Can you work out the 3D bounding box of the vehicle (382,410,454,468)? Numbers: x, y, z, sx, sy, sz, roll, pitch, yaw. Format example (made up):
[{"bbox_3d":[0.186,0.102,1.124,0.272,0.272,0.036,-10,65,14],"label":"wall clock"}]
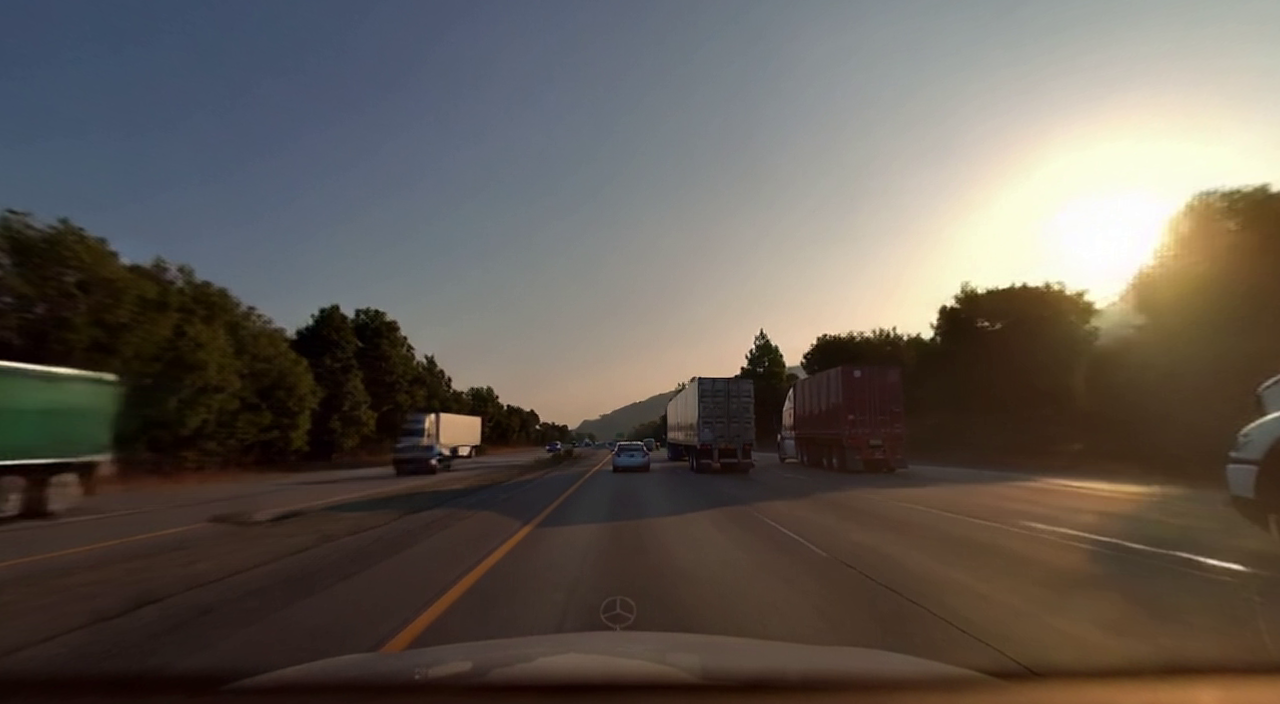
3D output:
[{"bbox_3d":[-17.181,6.835,49.389,3.135,4.207,7.042,0,-8,-1],"label":"vehicle"}]

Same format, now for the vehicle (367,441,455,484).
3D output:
[{"bbox_3d":[-8.686,4.200,24.359,1.867,1.465,4.420,0,-8,-2],"label":"vehicle"}]

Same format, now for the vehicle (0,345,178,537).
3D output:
[{"bbox_3d":[-12.573,1.608,11.335,2.641,3.353,7.768,0,-7,-1],"label":"vehicle"}]

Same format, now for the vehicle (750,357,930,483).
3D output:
[{"bbox_3d":[7.758,3.112,27.670,2.876,4.111,14.145,0,-7,-2],"label":"vehicle"}]

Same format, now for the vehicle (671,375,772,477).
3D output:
[{"bbox_3d":[3.648,3.901,32.686,2.888,4.099,14.183,0,-7,-2],"label":"vehicle"}]

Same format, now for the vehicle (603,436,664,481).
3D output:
[{"bbox_3d":[-0.266,3.846,23.148,2.038,1.477,3.773,0,-7,-1],"label":"vehicle"}]
